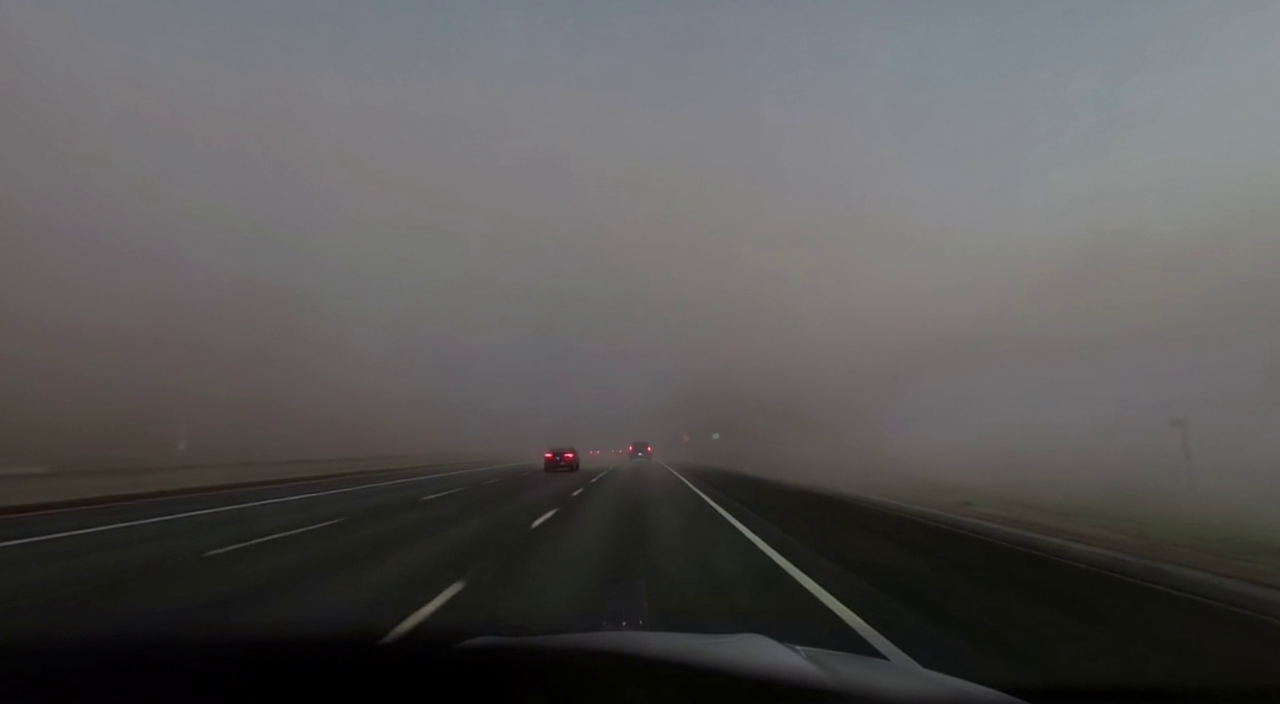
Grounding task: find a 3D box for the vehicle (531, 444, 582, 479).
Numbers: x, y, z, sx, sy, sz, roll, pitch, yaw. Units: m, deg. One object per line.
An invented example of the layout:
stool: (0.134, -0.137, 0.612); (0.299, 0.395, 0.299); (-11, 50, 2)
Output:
vehicle: (-3.827, 5.081, 29.468); (1.786, 1.488, 4.023); (0, -8, 1)
